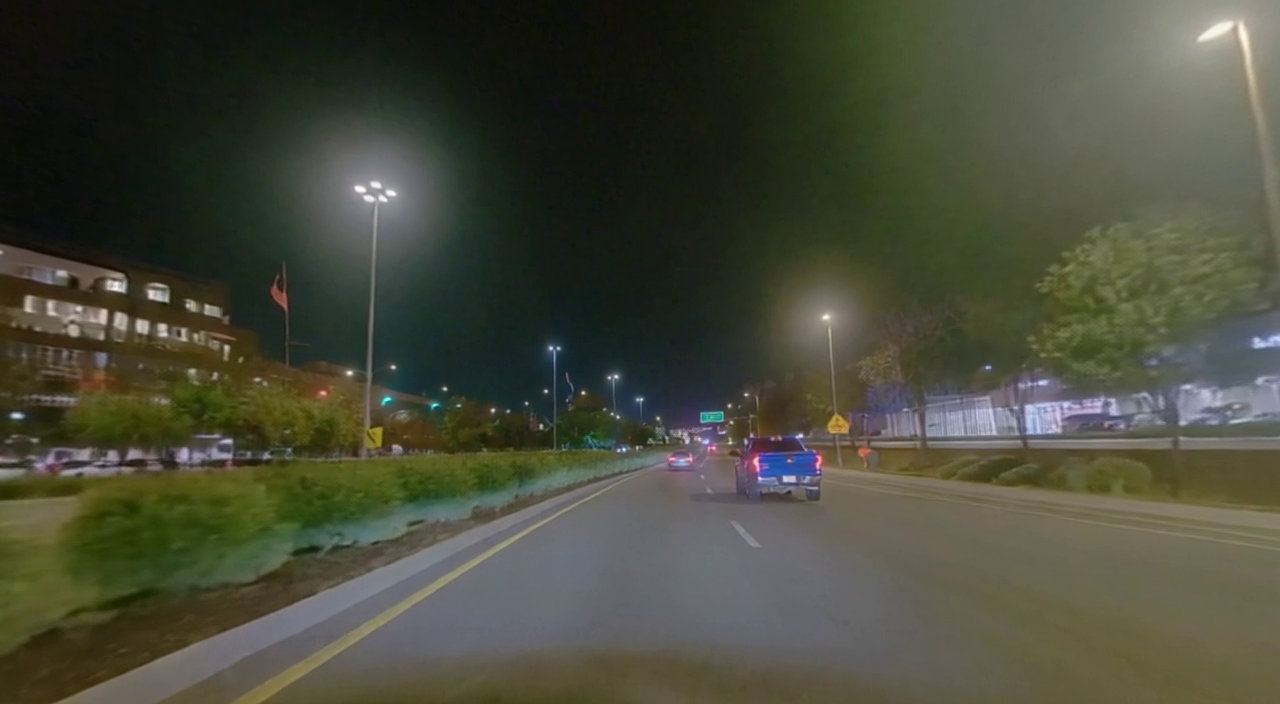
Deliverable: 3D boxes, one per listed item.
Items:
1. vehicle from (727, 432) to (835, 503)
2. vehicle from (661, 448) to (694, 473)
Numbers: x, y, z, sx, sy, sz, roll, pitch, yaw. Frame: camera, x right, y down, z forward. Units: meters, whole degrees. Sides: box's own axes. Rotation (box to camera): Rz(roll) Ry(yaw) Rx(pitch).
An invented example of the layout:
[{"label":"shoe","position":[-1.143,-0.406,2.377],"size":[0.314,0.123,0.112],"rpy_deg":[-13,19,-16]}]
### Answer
[{"label":"vehicle","position":[4.271,3.616,20.211],"size":[2.367,1.919,5.651],"rpy_deg":[0,-9,2]},{"label":"vehicle","position":[2.448,6.924,40.504],"size":[1.968,1.521,4.262],"rpy_deg":[0,-9,5]}]
